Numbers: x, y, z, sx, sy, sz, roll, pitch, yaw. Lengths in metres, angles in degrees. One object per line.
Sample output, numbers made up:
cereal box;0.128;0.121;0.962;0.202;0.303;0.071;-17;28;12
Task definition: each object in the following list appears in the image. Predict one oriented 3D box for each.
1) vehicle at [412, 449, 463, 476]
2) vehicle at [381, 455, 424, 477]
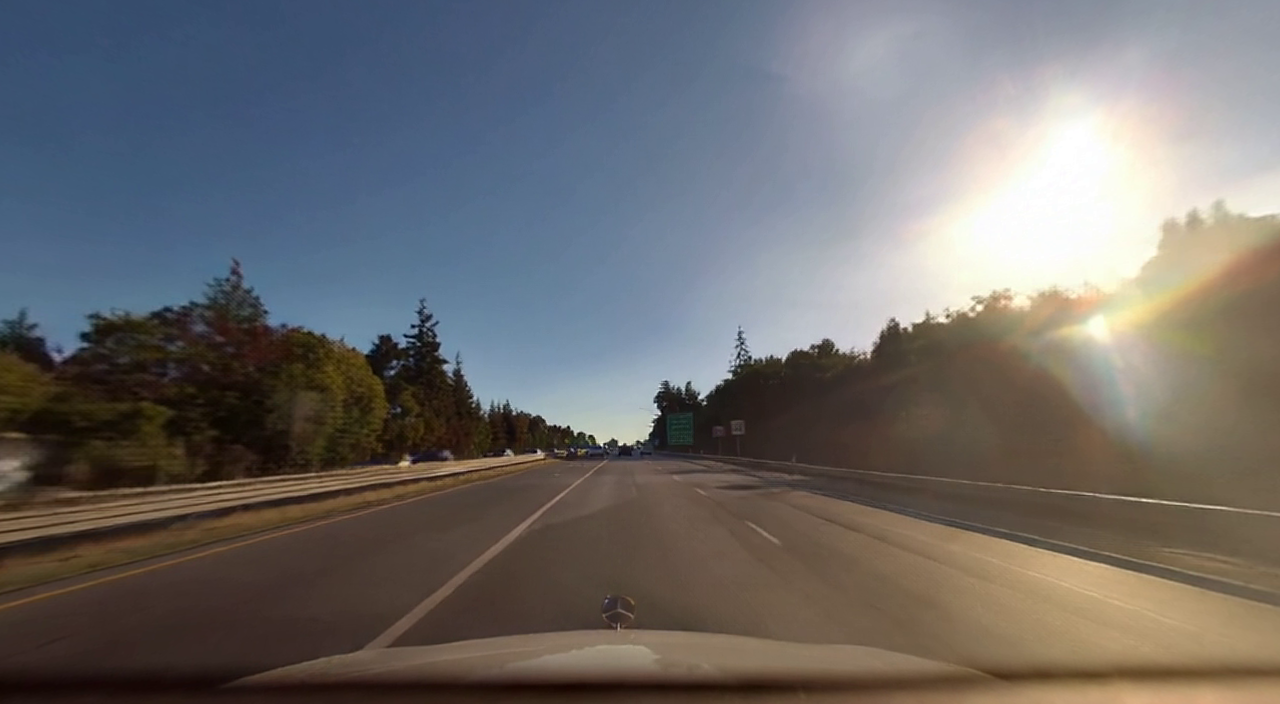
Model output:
vehicle;-13.426;7.365;41.904;1.957;1.657;4.329;0;-9;0
vehicle;-18.318;8.764;48.451;1.805;1.548;4.020;0;-9;-1
